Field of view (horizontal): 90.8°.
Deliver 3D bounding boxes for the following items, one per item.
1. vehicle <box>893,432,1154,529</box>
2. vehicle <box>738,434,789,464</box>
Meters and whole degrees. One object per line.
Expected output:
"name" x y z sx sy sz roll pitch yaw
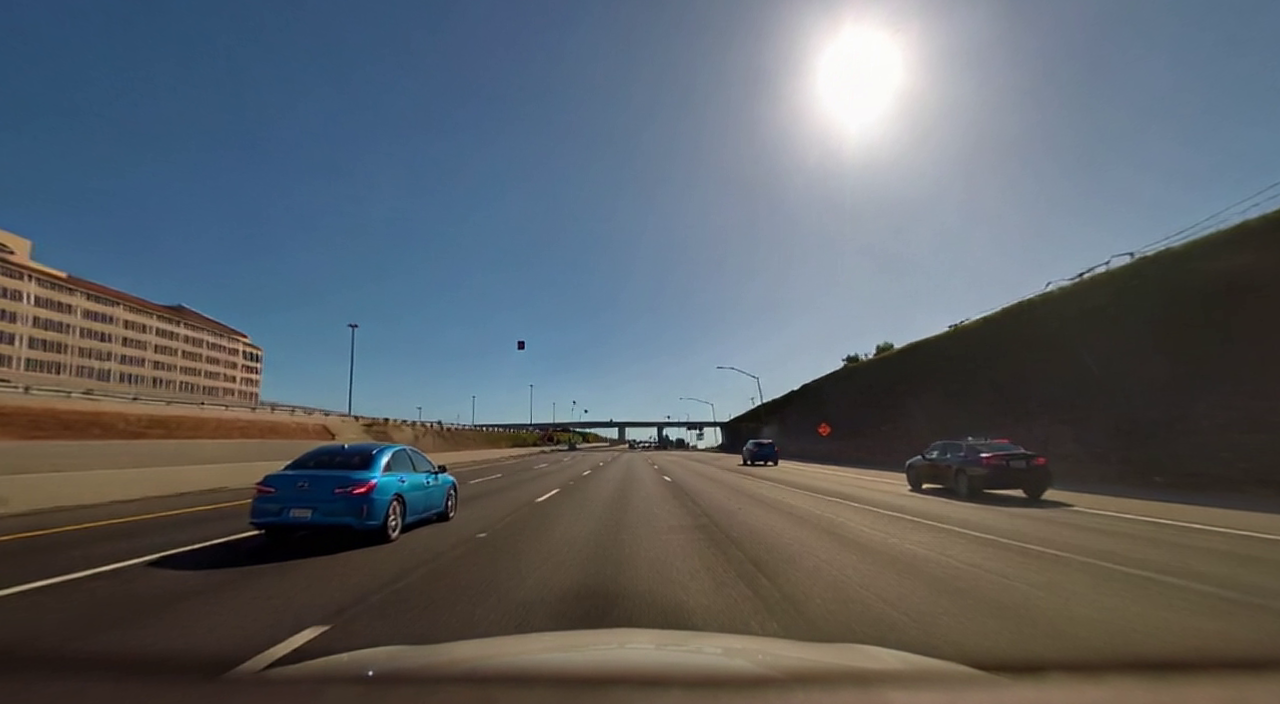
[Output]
"vehicle" 7.636 2.578 13.457 2.165 1.636 5.175 0 -8 -2
"vehicle" 9.210 7.292 47.533 2.555 2.069 5.892 0 -8 -1
